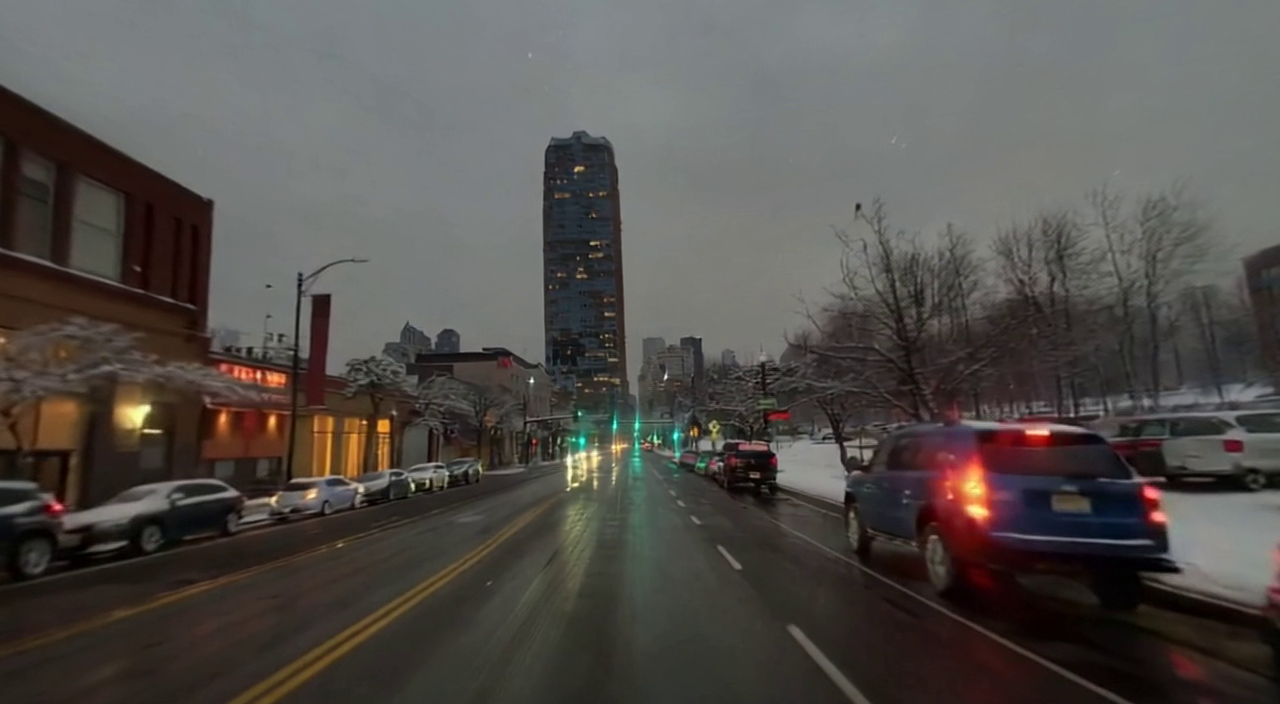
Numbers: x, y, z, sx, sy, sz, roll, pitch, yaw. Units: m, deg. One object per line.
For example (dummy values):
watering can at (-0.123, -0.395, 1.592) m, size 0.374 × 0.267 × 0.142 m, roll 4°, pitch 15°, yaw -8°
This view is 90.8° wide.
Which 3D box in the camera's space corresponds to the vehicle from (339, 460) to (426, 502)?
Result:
vehicle at (-10.850, 5.437, 26.982) m, size 1.803 × 1.489 × 4.404 m, roll 0°, pitch -8°, yaw 1°

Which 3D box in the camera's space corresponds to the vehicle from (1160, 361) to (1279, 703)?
vehicle at (3.843, 0.638, 0.824) m, size 2.118 × 1.779 × 5.121 m, roll -1°, pitch -8°, yaw 3°

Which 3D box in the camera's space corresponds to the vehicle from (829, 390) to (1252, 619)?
vehicle at (4.161, 1.652, 7.879) m, size 1.996 × 1.932 × 4.821 m, roll 0°, pitch -8°, yaw -1°

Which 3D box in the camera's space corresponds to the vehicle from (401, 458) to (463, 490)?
vehicle at (-10.827, 6.359, 33.225) m, size 1.748 × 1.478 × 4.413 m, roll 0°, pitch -8°, yaw 0°

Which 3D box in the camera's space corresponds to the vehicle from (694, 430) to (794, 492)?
vehicle at (3.559, 3.896, 23.031) m, size 2.492 × 1.909 × 5.830 m, roll 0°, pitch -8°, yaw -1°

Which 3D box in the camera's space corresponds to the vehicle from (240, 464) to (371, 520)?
vehicle at (-10.868, 4.536, 20.984) m, size 1.861 × 1.473 × 4.633 m, roll 0°, pitch -8°, yaw -1°
